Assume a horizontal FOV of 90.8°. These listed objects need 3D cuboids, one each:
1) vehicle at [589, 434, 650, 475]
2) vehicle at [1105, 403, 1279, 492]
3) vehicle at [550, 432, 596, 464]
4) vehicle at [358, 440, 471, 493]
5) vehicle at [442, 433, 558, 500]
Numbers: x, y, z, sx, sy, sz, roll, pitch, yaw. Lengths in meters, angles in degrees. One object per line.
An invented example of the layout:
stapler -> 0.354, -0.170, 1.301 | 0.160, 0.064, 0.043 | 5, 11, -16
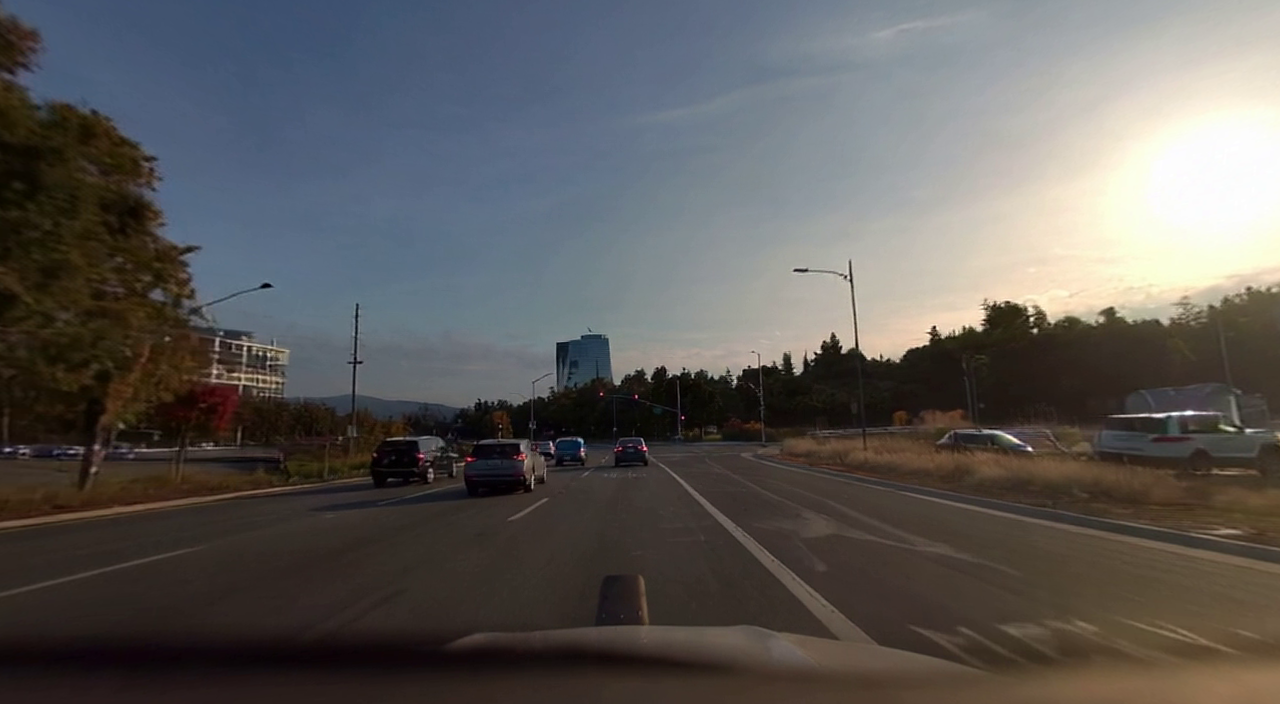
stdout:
vehicle -> -0.761, 4.112, 25.611 | 2.231, 1.481, 4.489 | 0, -8, 0
vehicle -> 14.914, 2.457, 16.370 | 5.394, 1.994, 2.228 | 4, -9, -26
vehicle -> -3.804, 5.591, 36.711 | 2.144, 1.732, 4.279 | 0, -8, 1
vehicle -> -6.962, 3.560, 20.048 | 1.852, 1.458, 4.422 | 0, -8, 2
vehicle -> -3.462, 2.928, 16.575 | 1.920, 1.480, 4.549 | 0, -8, 1
